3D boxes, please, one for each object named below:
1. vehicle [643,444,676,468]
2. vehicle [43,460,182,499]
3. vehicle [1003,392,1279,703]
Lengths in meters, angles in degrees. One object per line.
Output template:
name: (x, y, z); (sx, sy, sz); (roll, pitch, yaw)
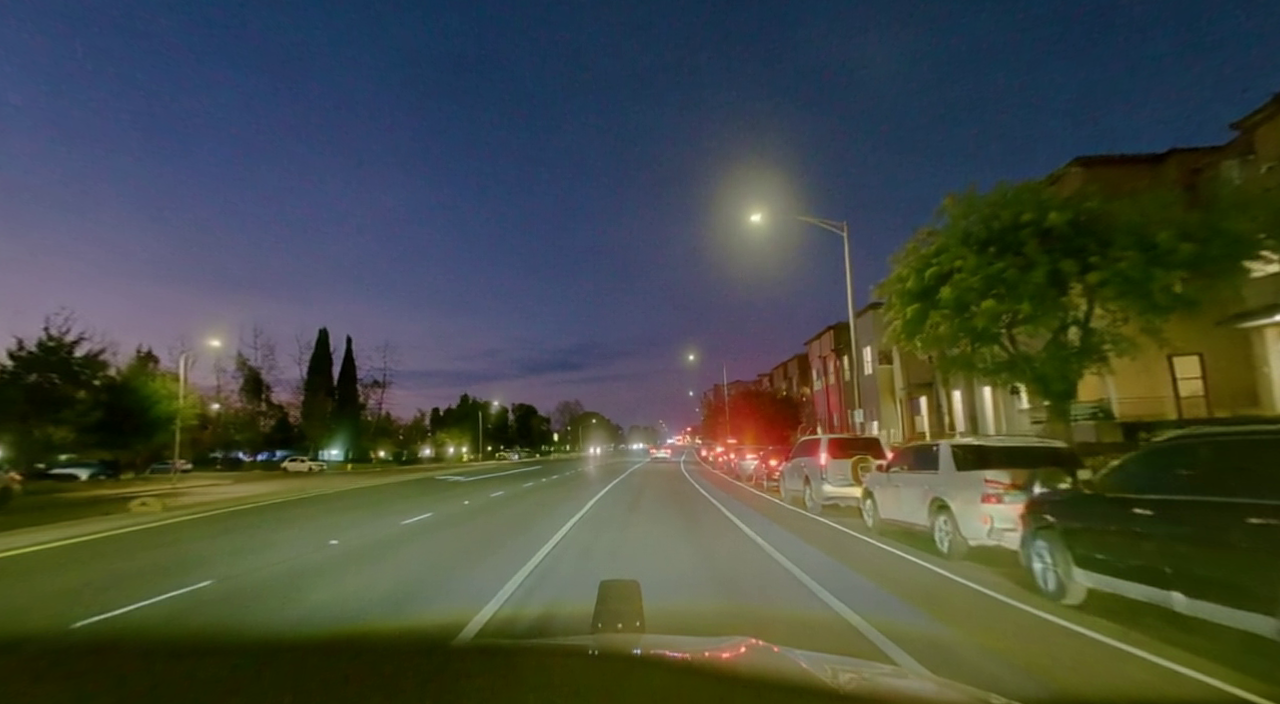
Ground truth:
vehicle: (1.290, 6.727, 40.953); (2.011, 1.480, 4.170); (-1, -9, 2)
vehicle: (-23.086, 5.572, 27.884); (1.909, 1.451, 4.757); (-1, -9, 2)
vehicle: (4.427, 1.112, 3.837); (2.011, 1.649, 4.001); (0, -9, 0)
